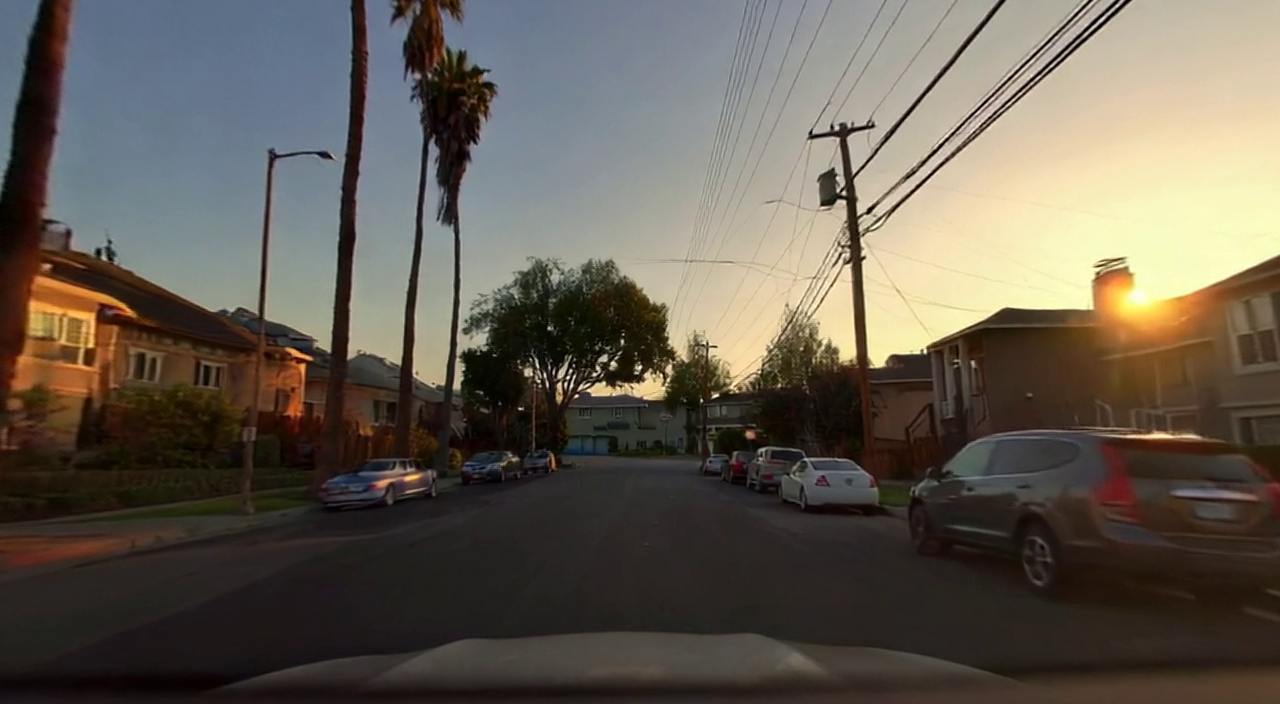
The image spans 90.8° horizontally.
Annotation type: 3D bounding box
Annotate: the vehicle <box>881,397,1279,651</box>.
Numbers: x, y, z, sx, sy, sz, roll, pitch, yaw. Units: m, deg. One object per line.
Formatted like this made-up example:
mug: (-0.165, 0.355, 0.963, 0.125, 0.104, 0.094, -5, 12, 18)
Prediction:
vehicle: (4.765, 1.626, 7.101, 2.115, 1.826, 4.871, 1, -9, -1)

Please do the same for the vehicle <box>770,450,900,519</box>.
vehicle: (4.824, 3.313, 16.358, 1.795, 1.424, 4.327, -3, -9, -2)

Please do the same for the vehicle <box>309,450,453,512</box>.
vehicle: (-7.039, 3.530, 17.827, 2.013, 1.483, 4.645, 0, -9, 1)

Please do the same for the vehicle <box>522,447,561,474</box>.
vehicle: (-6.848, 7.587, 44.462, 2.085, 1.770, 4.429, 0, -9, 0)

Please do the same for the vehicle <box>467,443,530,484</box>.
vehicle: (-7.221, 5.716, 32.799, 2.077, 1.888, 4.551, -1, -8, 2)
